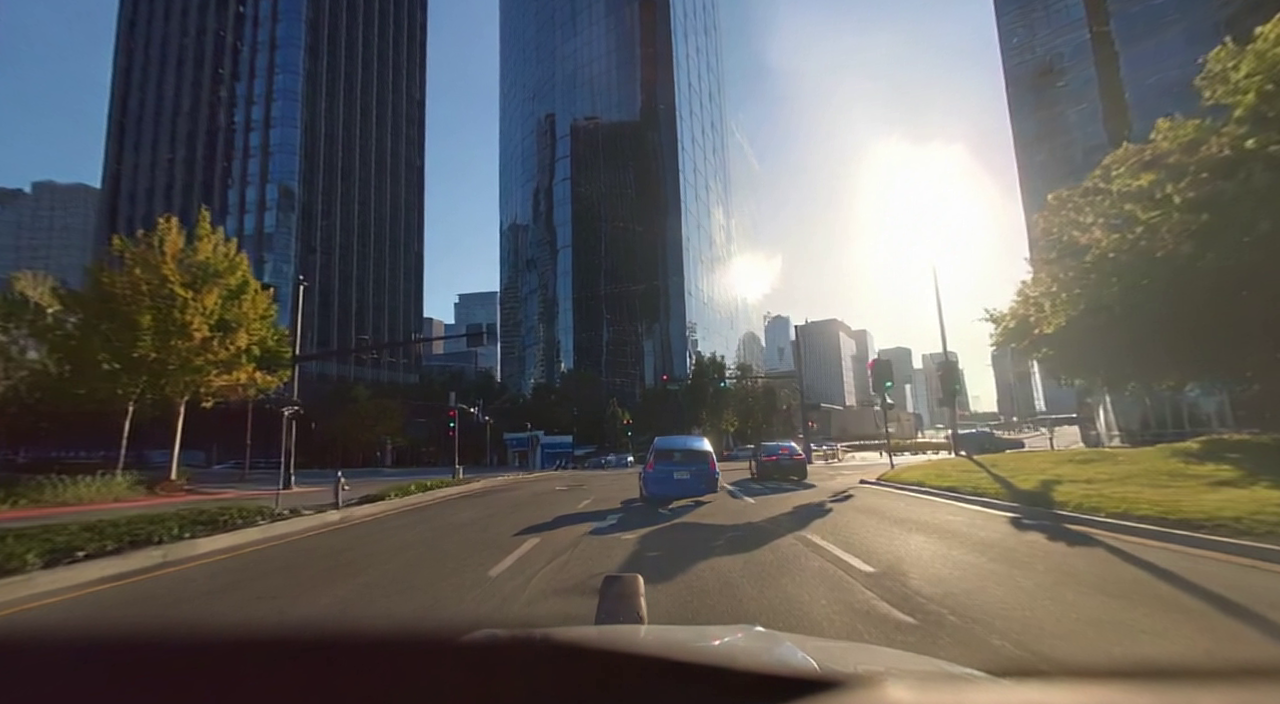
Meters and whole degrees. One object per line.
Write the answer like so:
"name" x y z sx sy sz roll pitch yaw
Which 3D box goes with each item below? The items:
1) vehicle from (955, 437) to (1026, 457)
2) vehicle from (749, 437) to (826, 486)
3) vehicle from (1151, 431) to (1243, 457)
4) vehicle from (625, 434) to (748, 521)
"vehicle" 26.066 7.088 46.929 4.154 1.475 1.862 -2 -9 9
"vehicle" 4.905 3.710 21.506 1.916 1.492 3.911 -1 -9 4
"vehicle" 38.004 6.343 43.070 4.274 1.503 1.755 -4 -10 8
"vehicle" 0.885 2.513 13.069 2.127 1.497 4.020 -1 -9 2
